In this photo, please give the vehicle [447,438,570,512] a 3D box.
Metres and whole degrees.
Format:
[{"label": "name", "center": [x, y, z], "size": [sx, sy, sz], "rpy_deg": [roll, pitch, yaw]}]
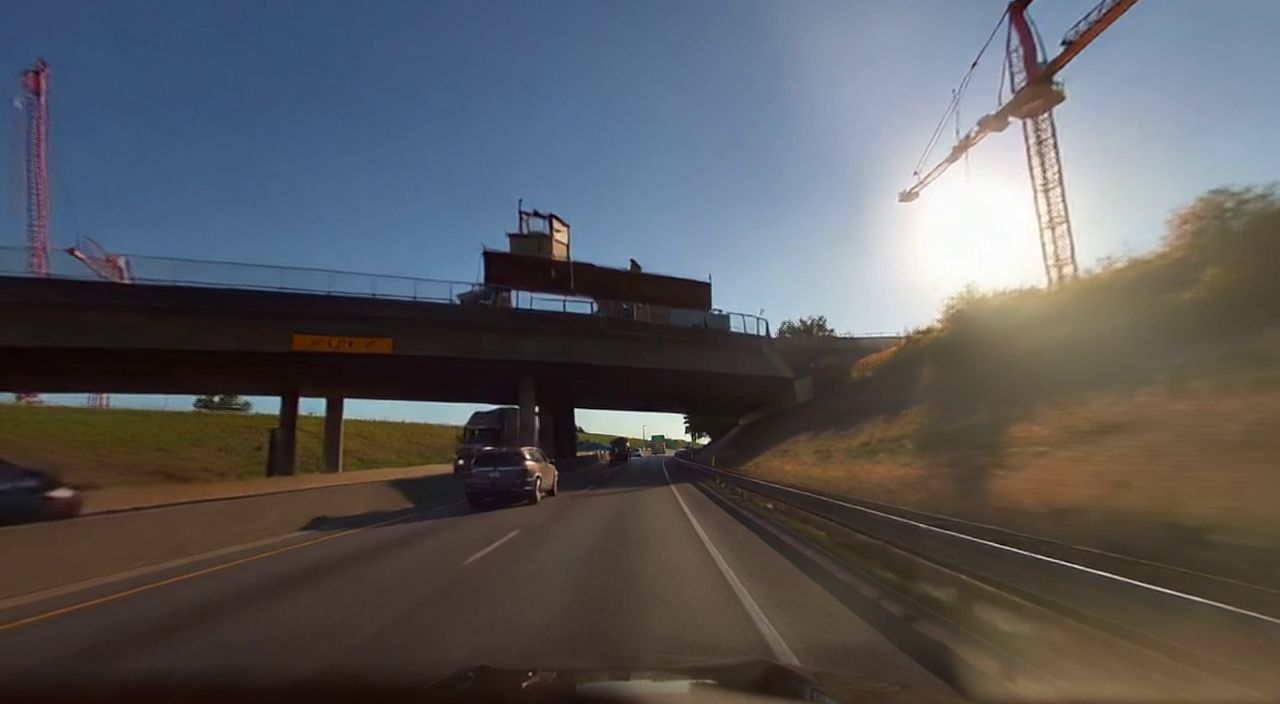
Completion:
[{"label": "vehicle", "center": [-3.197, 3.093, 16.271], "size": [2.194, 1.648, 3.984], "rpy_deg": [0, -9, 1]}]
